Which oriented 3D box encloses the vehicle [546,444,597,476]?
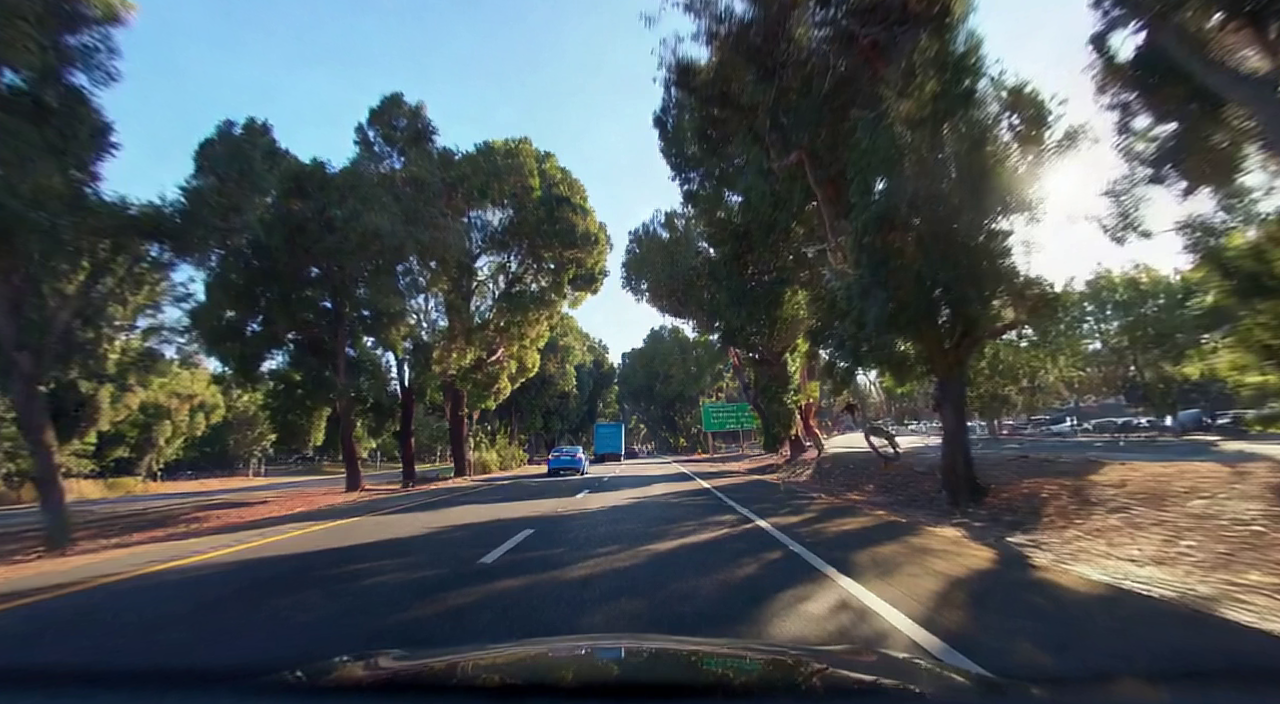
[{"bbox_3d":[-3.329,5.362,31.490,2.005,1.462,4.345,0,-8,1],"label":"vehicle"}]
